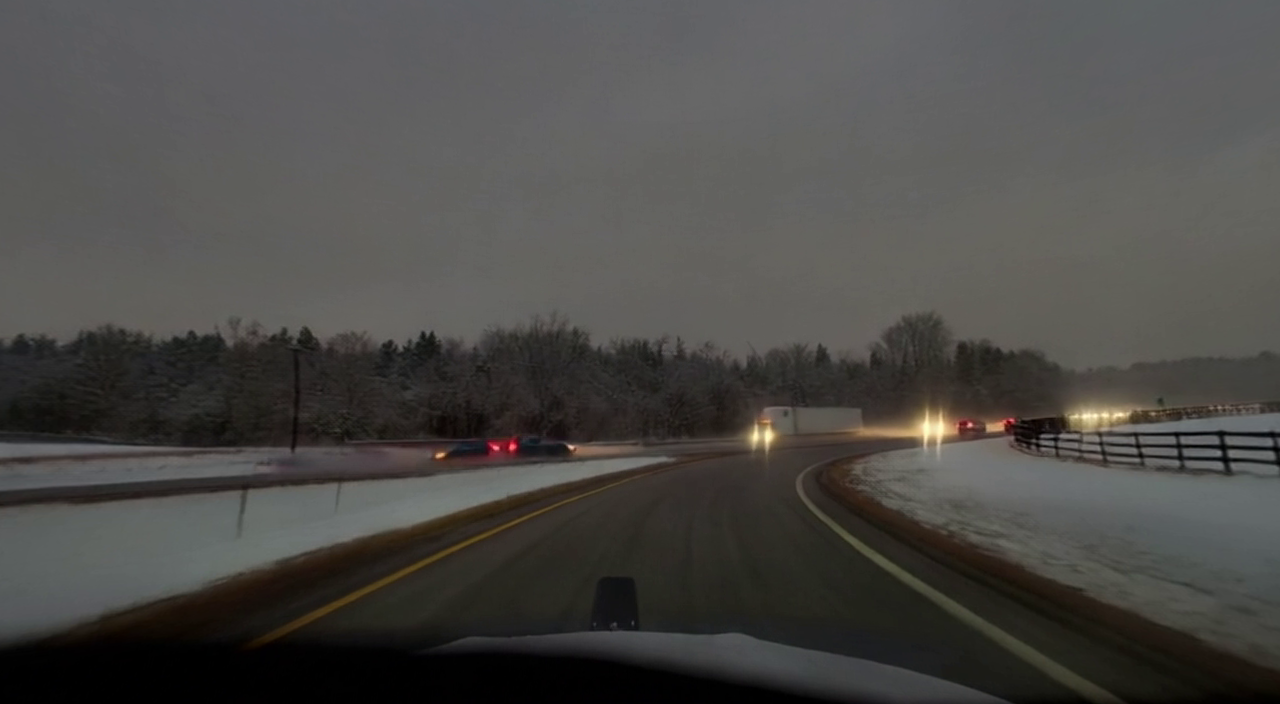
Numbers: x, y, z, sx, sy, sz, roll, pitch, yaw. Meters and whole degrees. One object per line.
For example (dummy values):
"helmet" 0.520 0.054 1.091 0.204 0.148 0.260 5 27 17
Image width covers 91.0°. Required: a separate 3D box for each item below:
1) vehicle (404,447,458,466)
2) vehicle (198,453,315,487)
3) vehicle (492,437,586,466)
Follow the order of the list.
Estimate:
"vehicle" -16.329 8.128 49.150 3.568 1.400 1.711 5 -10 -36
"vehicle" -19.181 5.845 31.545 4.819 1.496 1.923 5 -10 -34
"vehicle" -5.771 5.685 36.219 4.843 1.579 2.135 5 -10 -34
